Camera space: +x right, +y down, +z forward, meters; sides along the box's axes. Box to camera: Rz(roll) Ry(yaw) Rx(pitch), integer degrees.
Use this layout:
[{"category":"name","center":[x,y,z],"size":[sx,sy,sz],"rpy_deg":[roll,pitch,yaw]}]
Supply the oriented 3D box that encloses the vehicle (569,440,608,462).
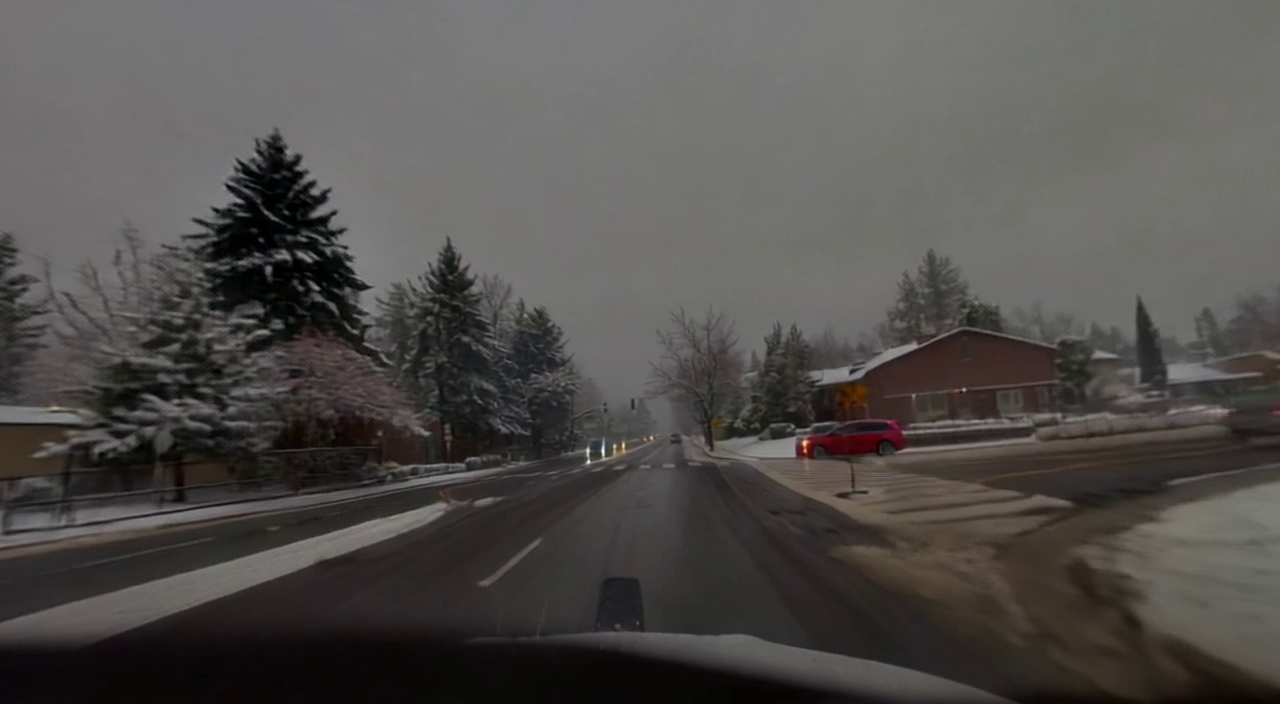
[{"category":"vehicle","center":[-3.652,7.143,45.616],"size":[2.078,1.467,4.376],"rpy_deg":[-1,-8,5]}]

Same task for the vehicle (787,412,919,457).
[{"category":"vehicle","center":[8.736,3.466,26.203],"size":[4.906,1.729,2.414],"rpy_deg":[-3,-9,18]}]
